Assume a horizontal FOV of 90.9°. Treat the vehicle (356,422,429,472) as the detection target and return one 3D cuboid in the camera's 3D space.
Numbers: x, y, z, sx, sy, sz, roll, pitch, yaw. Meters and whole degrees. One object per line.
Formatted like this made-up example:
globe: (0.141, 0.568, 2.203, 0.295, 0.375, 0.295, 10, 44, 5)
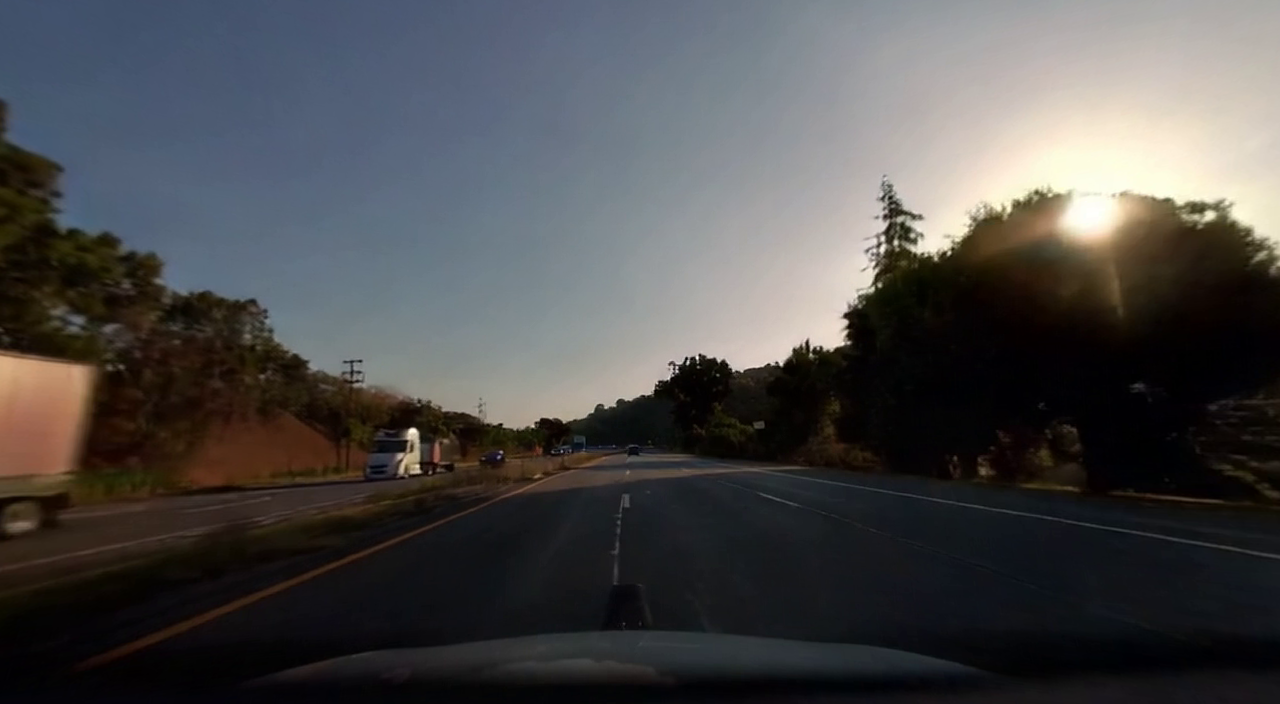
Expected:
vehicle: (-19.268, 7.496, 49.516, 3.076, 3.601, 6.720, 0, -9, -2)
